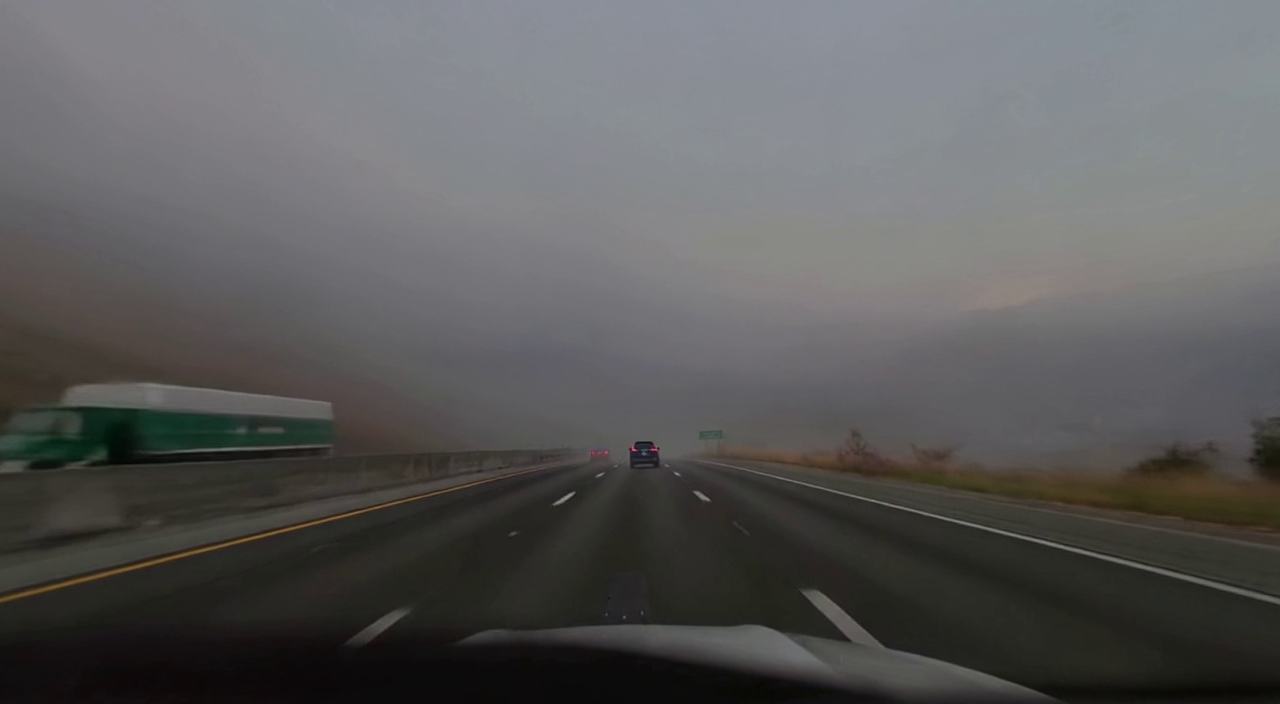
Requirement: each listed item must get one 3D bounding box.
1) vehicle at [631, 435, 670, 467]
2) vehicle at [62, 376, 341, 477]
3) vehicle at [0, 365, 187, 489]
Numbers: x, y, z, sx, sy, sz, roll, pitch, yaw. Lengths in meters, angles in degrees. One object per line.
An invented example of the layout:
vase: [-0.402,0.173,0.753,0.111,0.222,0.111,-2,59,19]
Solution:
vehicle: [0.629,6.181,39.243,2.272,1.836,4.866,0,-8,0]
vehicle: [-21.589,4.202,33.556,2.881,4.047,16.488,0,-8,1]
vehicle: [-21.697,2.934,23.781,3.060,3.922,7.710,0,-8,1]
